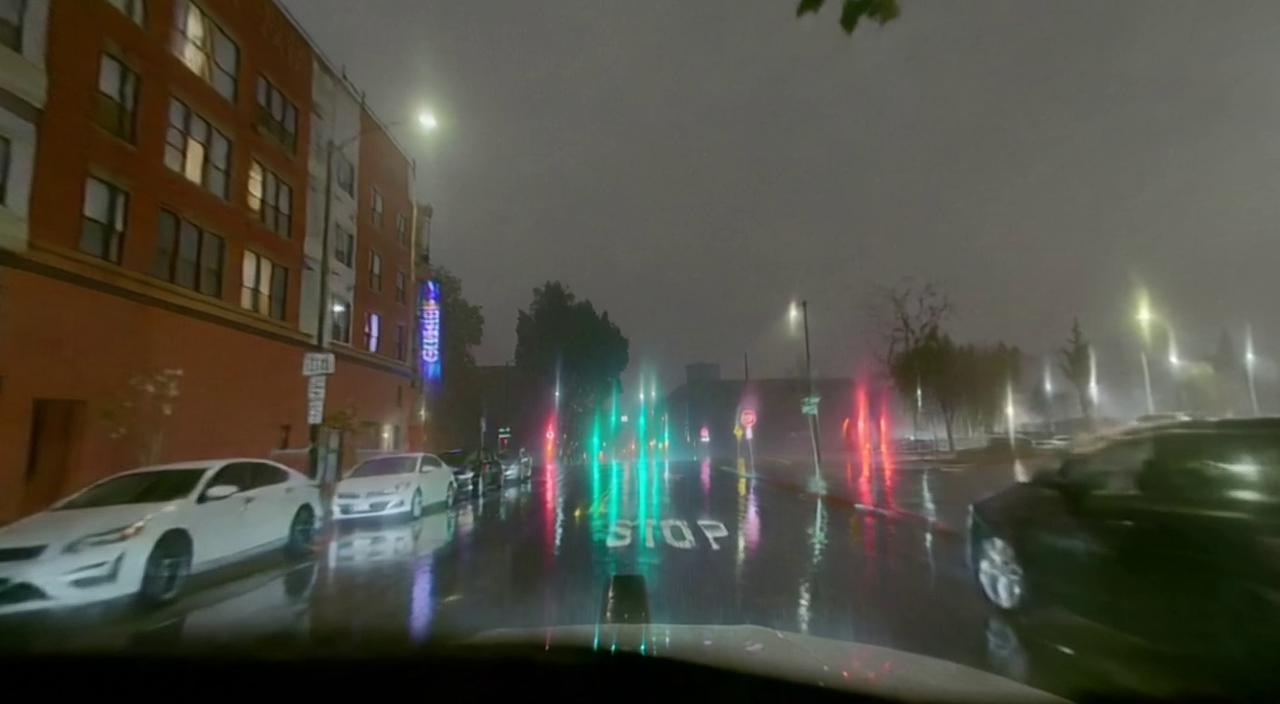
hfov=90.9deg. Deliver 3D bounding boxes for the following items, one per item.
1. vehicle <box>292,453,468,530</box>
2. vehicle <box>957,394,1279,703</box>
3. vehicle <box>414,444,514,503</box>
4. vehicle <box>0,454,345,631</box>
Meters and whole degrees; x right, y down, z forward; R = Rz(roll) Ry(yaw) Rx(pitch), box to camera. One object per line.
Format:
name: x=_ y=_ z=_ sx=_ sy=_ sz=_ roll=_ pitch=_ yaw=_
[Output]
vehicle: x=-5.682 y=3.079 z=14.560 sx=2.131 sy=1.407 sz=4.547 roll=0 pitch=-8 yaw=0
vehicle: x=3.735 y=1.017 z=3.104 sx=1.978 sy=1.554 sz=4.192 roll=0 pitch=-8 yaw=-3
vehicle: x=-5.440 y=3.784 z=20.175 sx=1.901 sy=1.631 sz=4.570 roll=0 pitch=-8 yaw=0
vehicle: x=-5.585 y=2.034 z=7.762 sx=1.834 sy=1.463 sz=4.337 roll=0 pitch=-8 yaw=-1
